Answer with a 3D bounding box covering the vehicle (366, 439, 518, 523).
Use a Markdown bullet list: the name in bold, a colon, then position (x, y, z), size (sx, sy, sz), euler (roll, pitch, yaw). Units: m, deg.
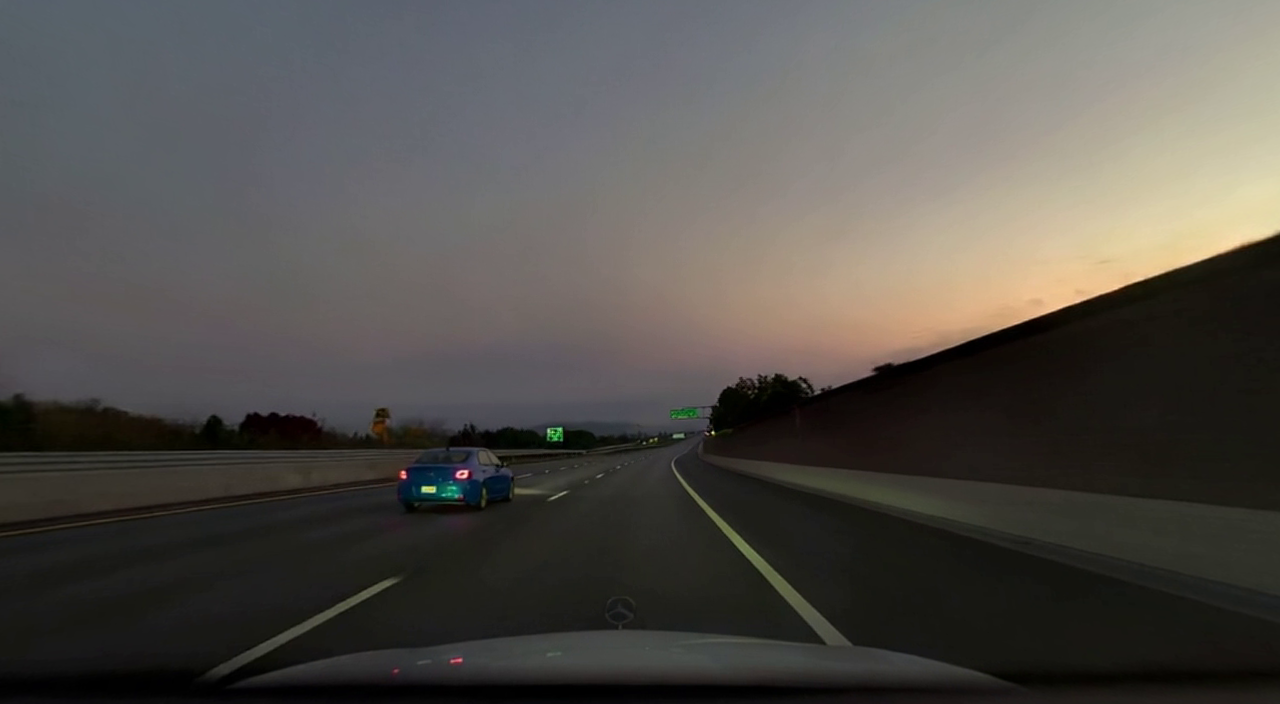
- **vehicle**: position (-3.967, 2.637, 13.399), size (1.928, 1.504, 3.745), euler (0, -9, 1)
